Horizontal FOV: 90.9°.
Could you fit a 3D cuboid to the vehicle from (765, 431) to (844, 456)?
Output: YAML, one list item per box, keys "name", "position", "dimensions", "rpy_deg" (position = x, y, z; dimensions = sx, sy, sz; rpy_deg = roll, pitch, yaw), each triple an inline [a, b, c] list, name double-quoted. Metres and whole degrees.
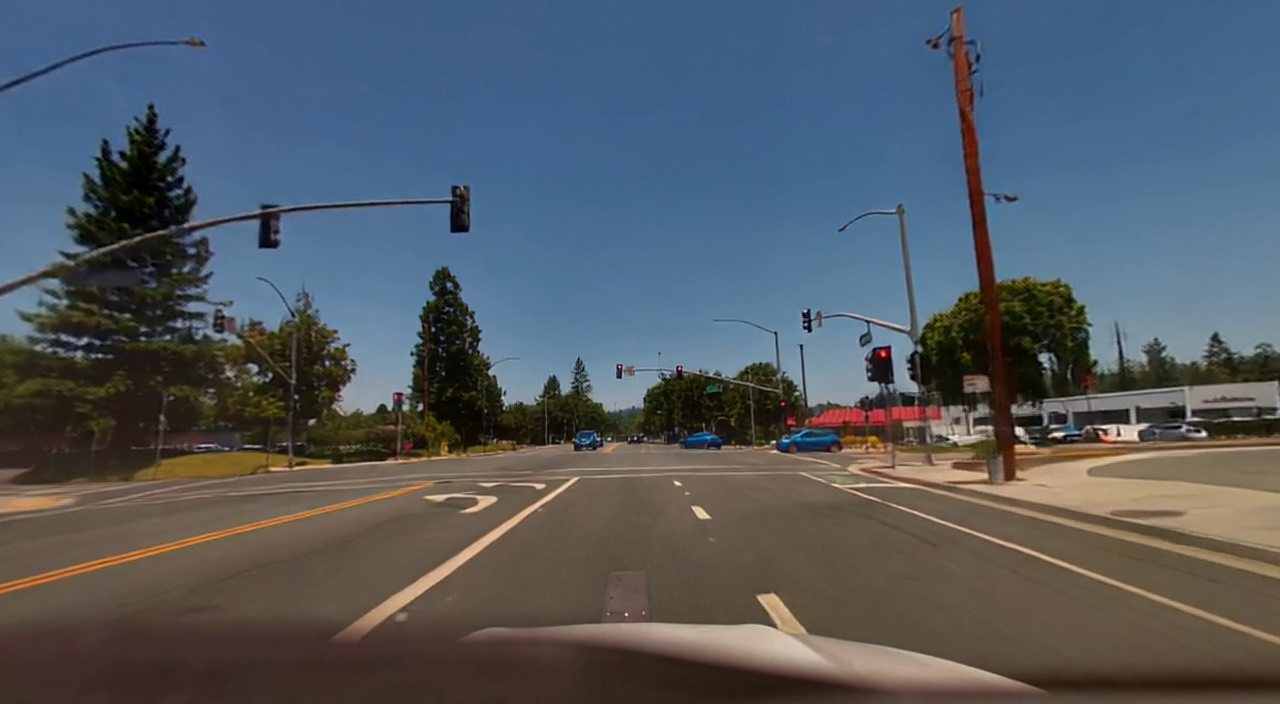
- name: "vehicle"
  position: [10.536, 5.843, 40.388]
  dimensions: [4.528, 1.482, 1.864]
  rpy_deg: [3, -8, -19]
